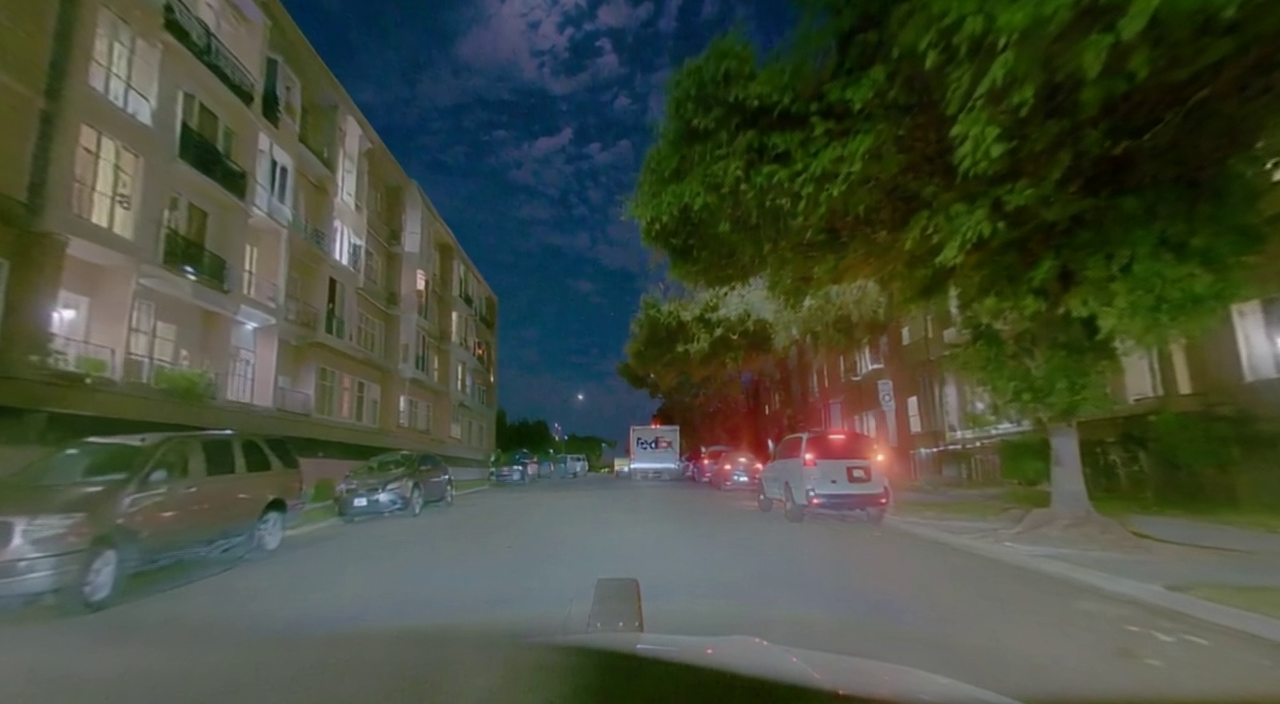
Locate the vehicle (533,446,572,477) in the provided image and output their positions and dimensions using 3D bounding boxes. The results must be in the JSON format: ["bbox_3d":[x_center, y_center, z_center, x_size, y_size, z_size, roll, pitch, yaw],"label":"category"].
[{"bbox_3d":[-5.599,7.062,40.991,2.020,1.867,4.654,0,-9,-1],"label":"vehicle"}]

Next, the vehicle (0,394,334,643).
[{"bbox_3d":[-5.701,1.618,7.212,2.098,1.894,4.616,0,-9,0],"label":"vehicle"}]

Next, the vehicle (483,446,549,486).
[{"bbox_3d":[-5.737,5.303,29.759,2.089,1.757,4.256,0,-9,2],"label":"vehicle"}]

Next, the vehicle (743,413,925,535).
[{"bbox_3d":[3.597,2.351,12.709,2.099,2.018,4.087,0,-9,-4],"label":"vehicle"}]

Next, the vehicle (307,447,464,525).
[{"bbox_3d":[-5.776,3.046,15.020,1.888,1.546,4.306,0,-9,1],"label":"vehicle"}]

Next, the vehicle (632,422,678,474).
[{"bbox_3d":[0.875,6.729,44.504,2.930,3.275,8.180,0,-9,-1],"label":"vehicle"}]
